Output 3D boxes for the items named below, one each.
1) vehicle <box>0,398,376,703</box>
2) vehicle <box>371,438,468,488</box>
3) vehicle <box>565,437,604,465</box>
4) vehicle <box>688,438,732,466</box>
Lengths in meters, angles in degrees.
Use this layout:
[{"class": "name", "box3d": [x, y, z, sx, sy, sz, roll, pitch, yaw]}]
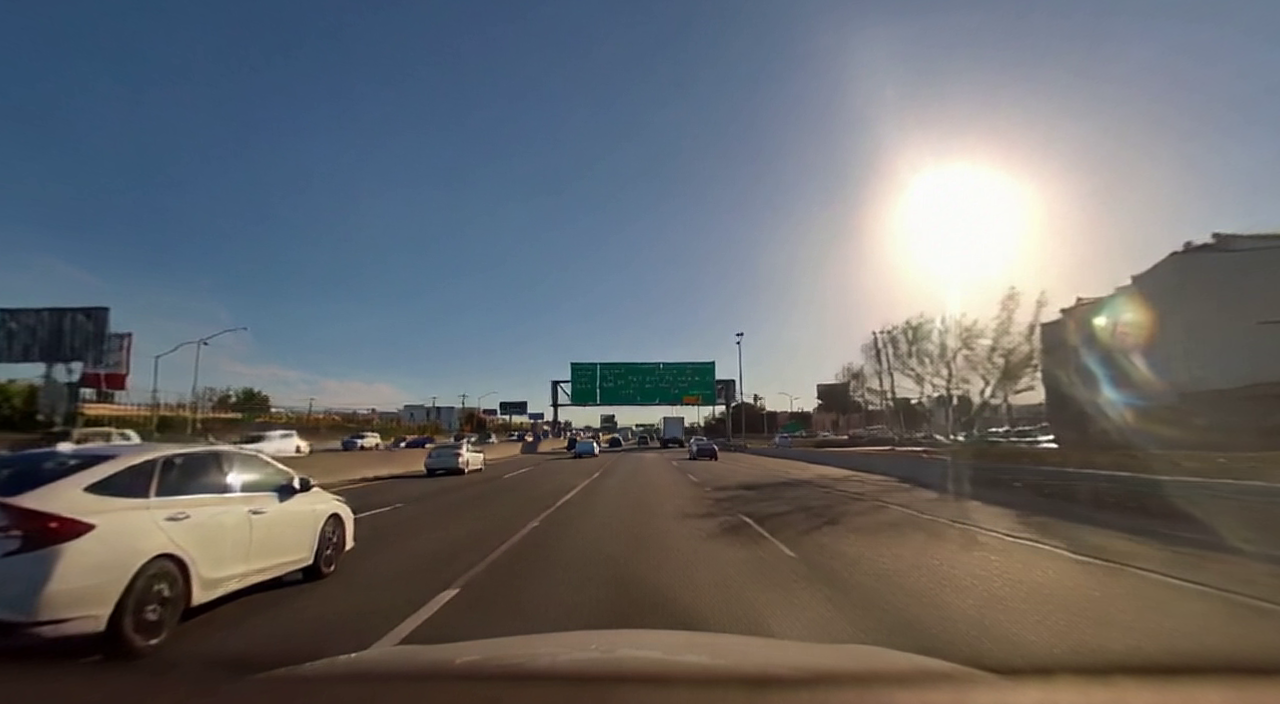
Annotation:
[{"class": "vehicle", "box3d": [-3.780, 1.198, 4.315, 2.008, 1.504, 4.264, 0, -9, 1]}, {"class": "vehicle", "box3d": [-7.248, 3.687, 21.125, 1.865, 1.518, 3.620, 0, -9, 1]}, {"class": "vehicle", "box3d": [-3.334, 6.042, 38.566, 2.001, 1.577, 4.055, 0, -9, 1]}, {"class": "vehicle", "box3d": [4.143, 6.008, 37.958, 2.135, 1.532, 4.506, 1, -9, 0]}]
